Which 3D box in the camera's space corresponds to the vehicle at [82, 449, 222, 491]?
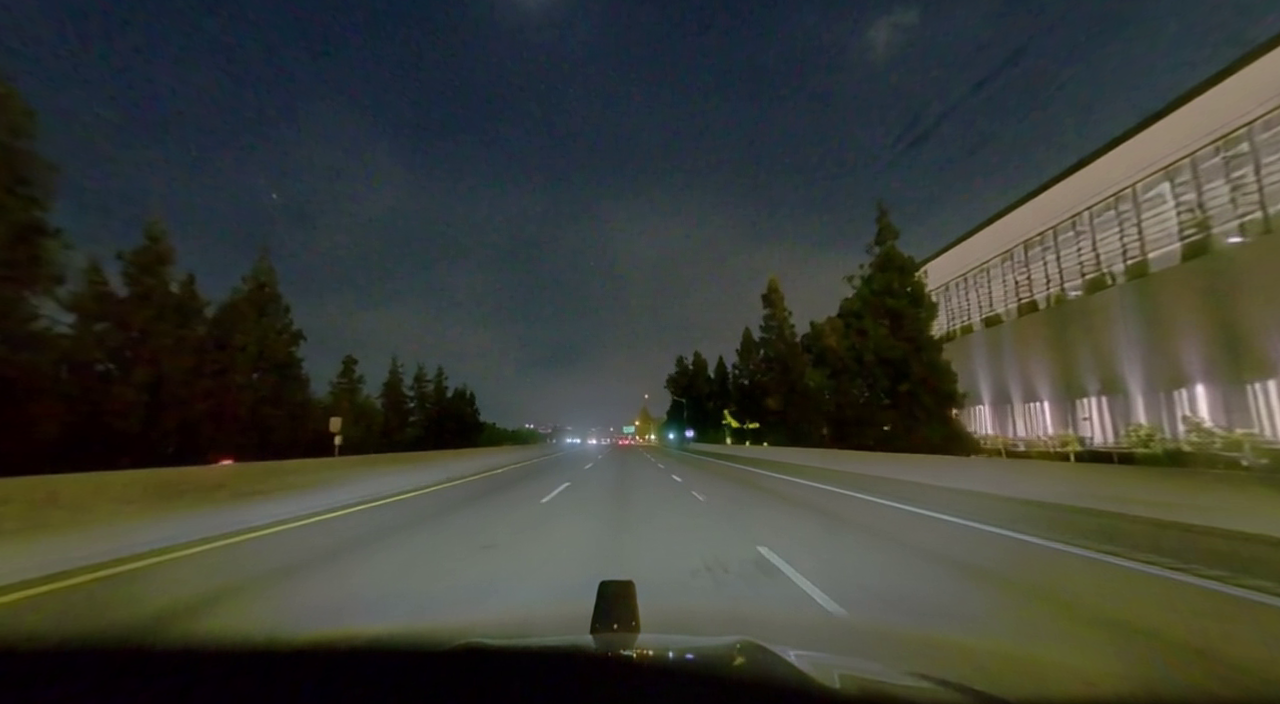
[{"bbox_3d":[-20.223,4.869,26.463,2.153,1.522,4.717,0,-8,-1],"label":"vehicle"}]
